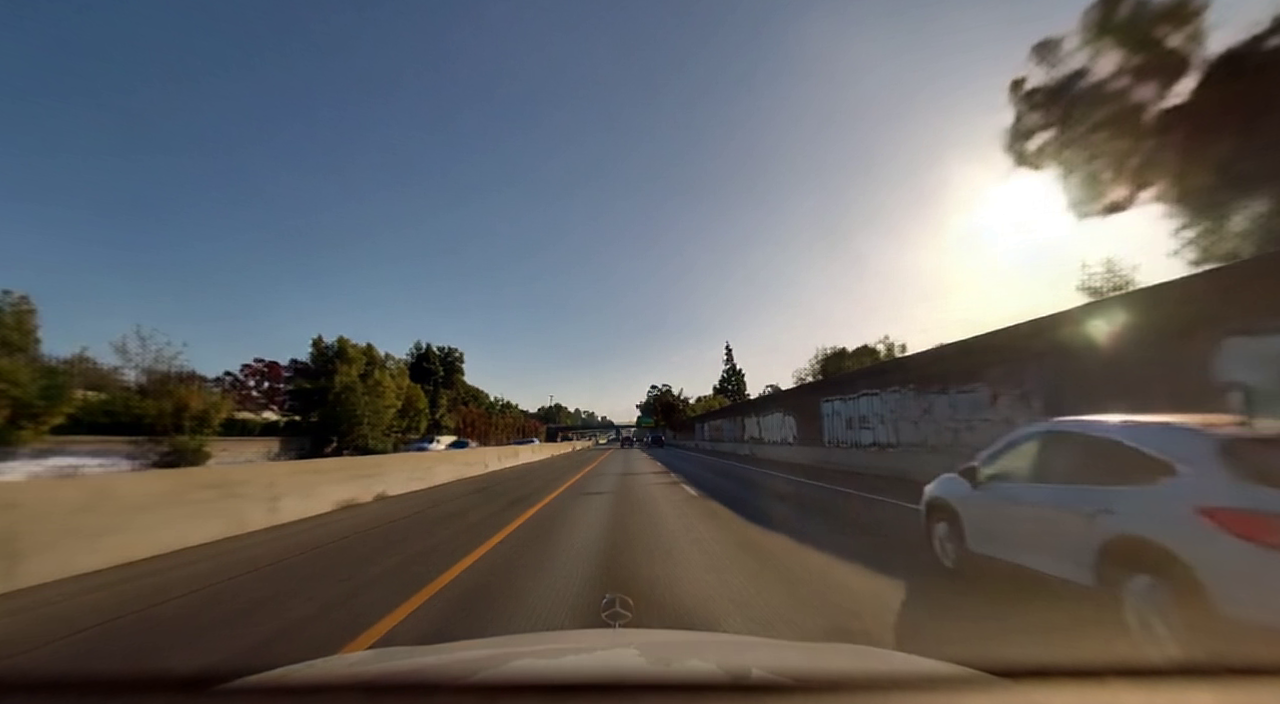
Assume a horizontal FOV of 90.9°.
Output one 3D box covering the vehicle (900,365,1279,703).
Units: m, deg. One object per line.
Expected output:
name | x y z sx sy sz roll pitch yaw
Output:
vehicle | 3.477 1.060 4.212 1.841 1.556 3.618 0 -8 -1
